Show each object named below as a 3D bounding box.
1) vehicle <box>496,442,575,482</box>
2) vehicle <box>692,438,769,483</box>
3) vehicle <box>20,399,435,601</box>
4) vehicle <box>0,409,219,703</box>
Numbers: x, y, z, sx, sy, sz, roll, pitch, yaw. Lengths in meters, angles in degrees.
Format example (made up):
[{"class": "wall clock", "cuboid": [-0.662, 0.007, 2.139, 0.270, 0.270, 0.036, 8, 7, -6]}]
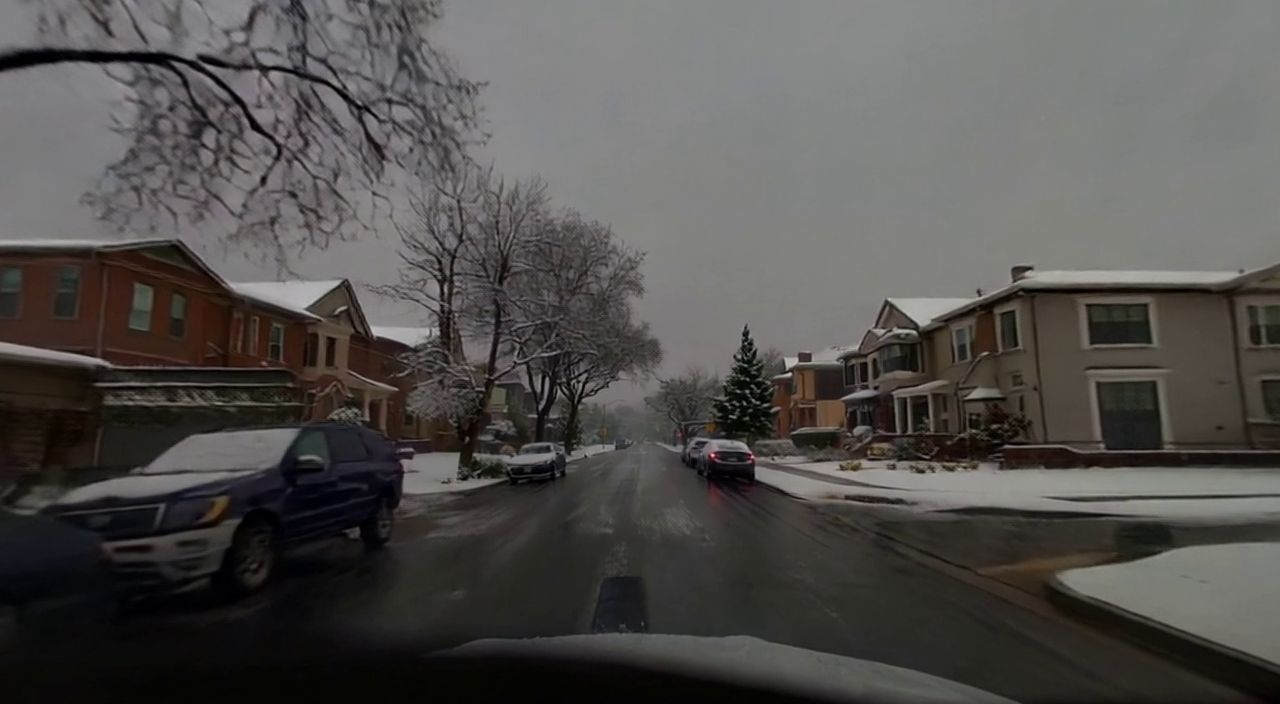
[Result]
[{"class": "vehicle", "cuboid": [-3.766, 4.026, 23.488, 1.995, 1.330, 4.080, 0, -8, 4]}, {"class": "vehicle", "cuboid": [3.179, 3.927, 23.281, 2.000, 1.456, 5.251, 0, -8, -1]}, {"class": "vehicle", "cuboid": [-4.221, 1.566, 7.530, 2.108, 1.686, 4.129, -1, -8, 1]}, {"class": "vehicle", "cuboid": [-4.296, 0.952, 2.451, 2.086, 1.493, 4.582, -1, -8, 1]}]
